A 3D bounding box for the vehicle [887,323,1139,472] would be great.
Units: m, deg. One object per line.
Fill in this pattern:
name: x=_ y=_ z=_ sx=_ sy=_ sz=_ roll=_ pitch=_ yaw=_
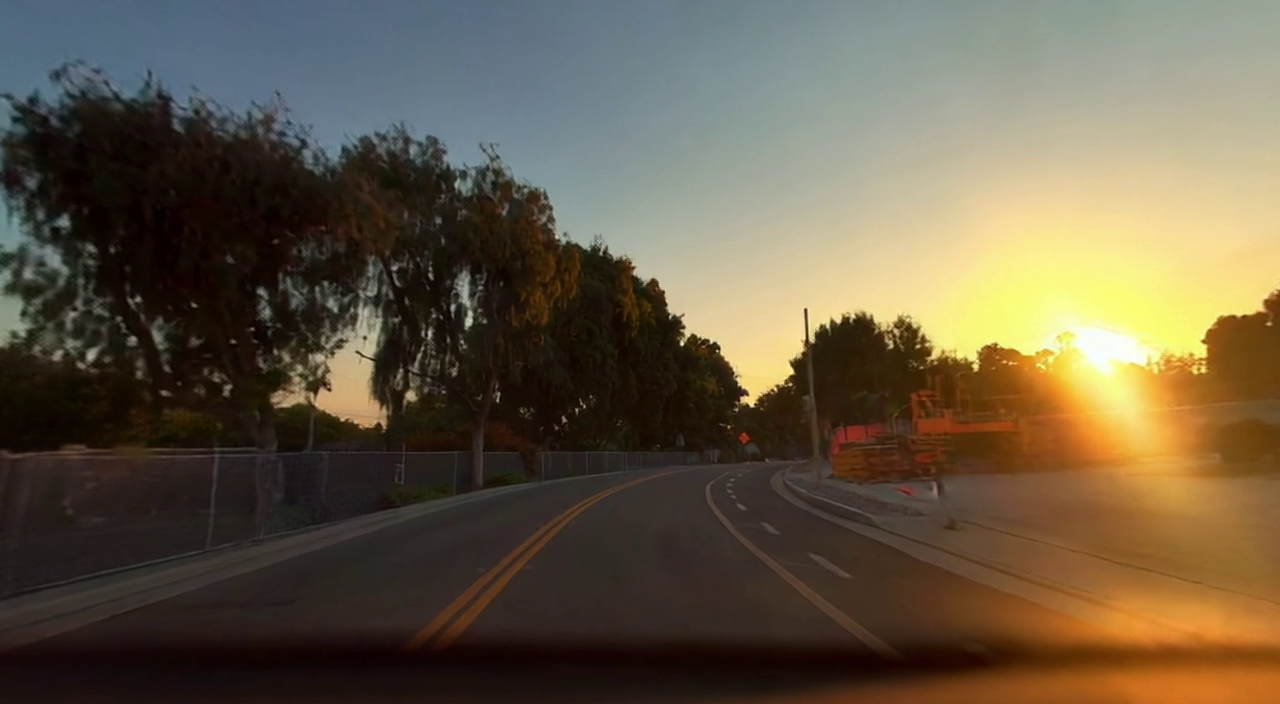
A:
vehicle: x=11.222 y=1.892 z=20.892 sx=2.984 sy=3.691 sz=10.409 roll=-1 pitch=-9 yaw=6
